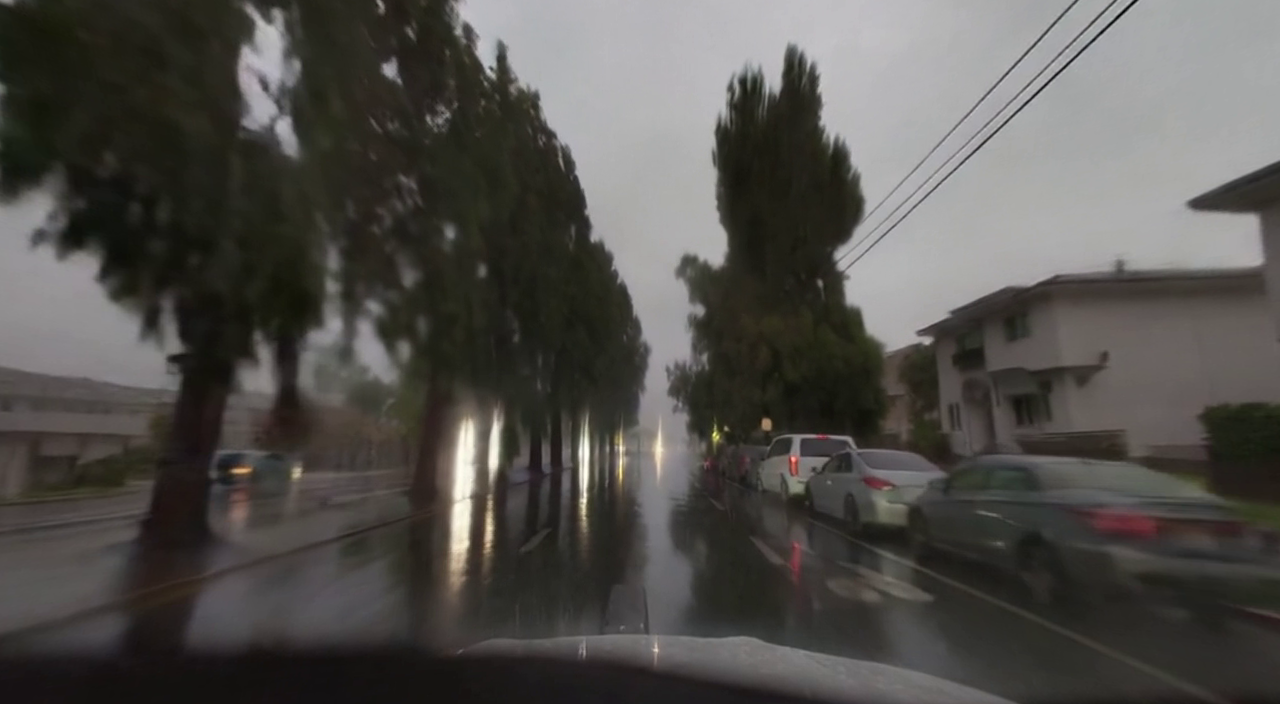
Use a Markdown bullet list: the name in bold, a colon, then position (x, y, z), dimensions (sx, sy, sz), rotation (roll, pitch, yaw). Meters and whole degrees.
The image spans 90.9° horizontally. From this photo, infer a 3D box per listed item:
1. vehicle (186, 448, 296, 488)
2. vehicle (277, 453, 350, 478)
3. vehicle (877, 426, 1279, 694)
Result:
- **vehicle**: position (-18.603, 5.384, 29.720), dimensions (1.965, 1.640, 4.665), rotation (-1, -8, 3)
- **vehicle**: position (-22.703, 7.920, 44.141), dimensions (2.026, 1.531, 5.099), rotation (-1, -8, 6)
- **vehicle**: position (4.308, 1.528, 6.089), dimensions (2.027, 1.503, 4.838), rotation (0, -8, -2)
